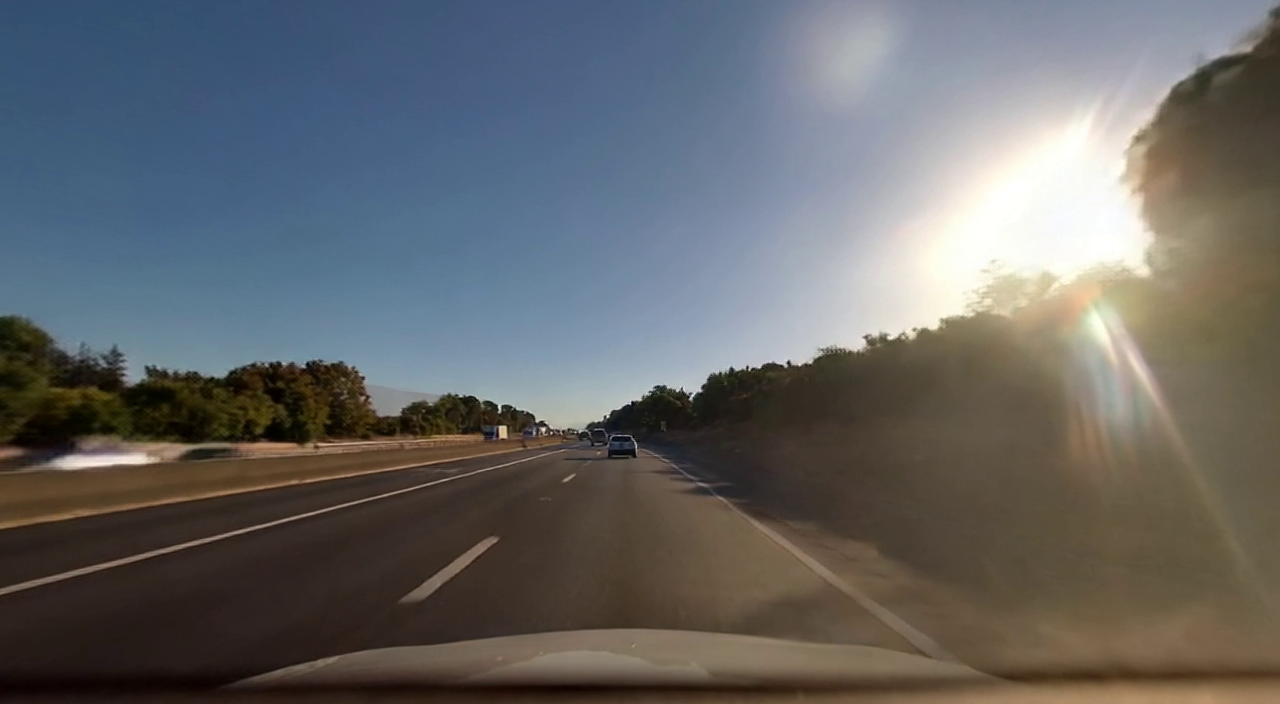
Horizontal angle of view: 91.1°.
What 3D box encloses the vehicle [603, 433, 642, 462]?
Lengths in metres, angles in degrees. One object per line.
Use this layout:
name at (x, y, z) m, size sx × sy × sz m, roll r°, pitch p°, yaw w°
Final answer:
vehicle at (-0.944, 5.066, 33.536) m, size 1.948 × 1.470 × 3.913 m, roll 0°, pitch -8°, yaw -2°
